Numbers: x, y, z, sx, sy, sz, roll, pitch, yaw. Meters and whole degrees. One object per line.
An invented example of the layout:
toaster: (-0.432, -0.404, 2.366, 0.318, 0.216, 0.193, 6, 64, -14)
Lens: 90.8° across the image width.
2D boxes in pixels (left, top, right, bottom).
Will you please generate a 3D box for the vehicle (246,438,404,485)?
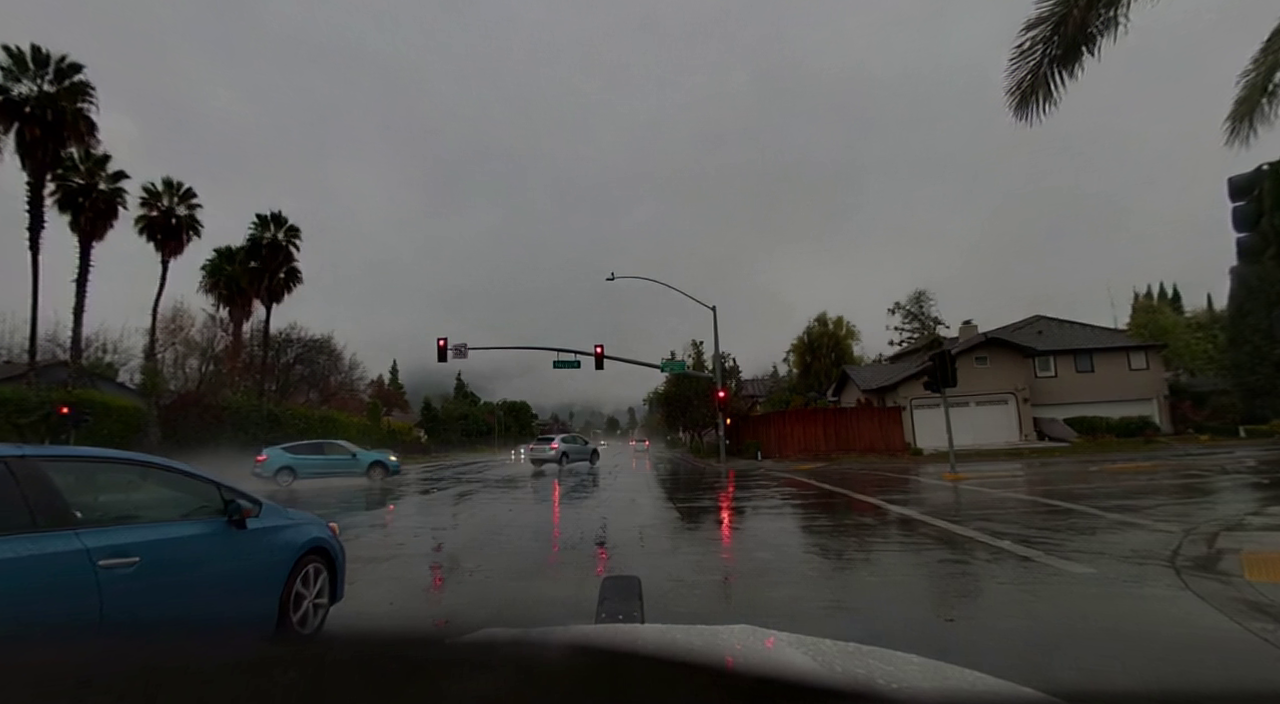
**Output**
vehicle: (-11.567, 4.004, 23.430, 4.777, 1.541, 2.083, 8, -12, -43)

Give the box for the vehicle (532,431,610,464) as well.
vehicle: (-3.919, 5.604, 37.012, 2.393, 1.775, 5.204, -4, -9, 21)
